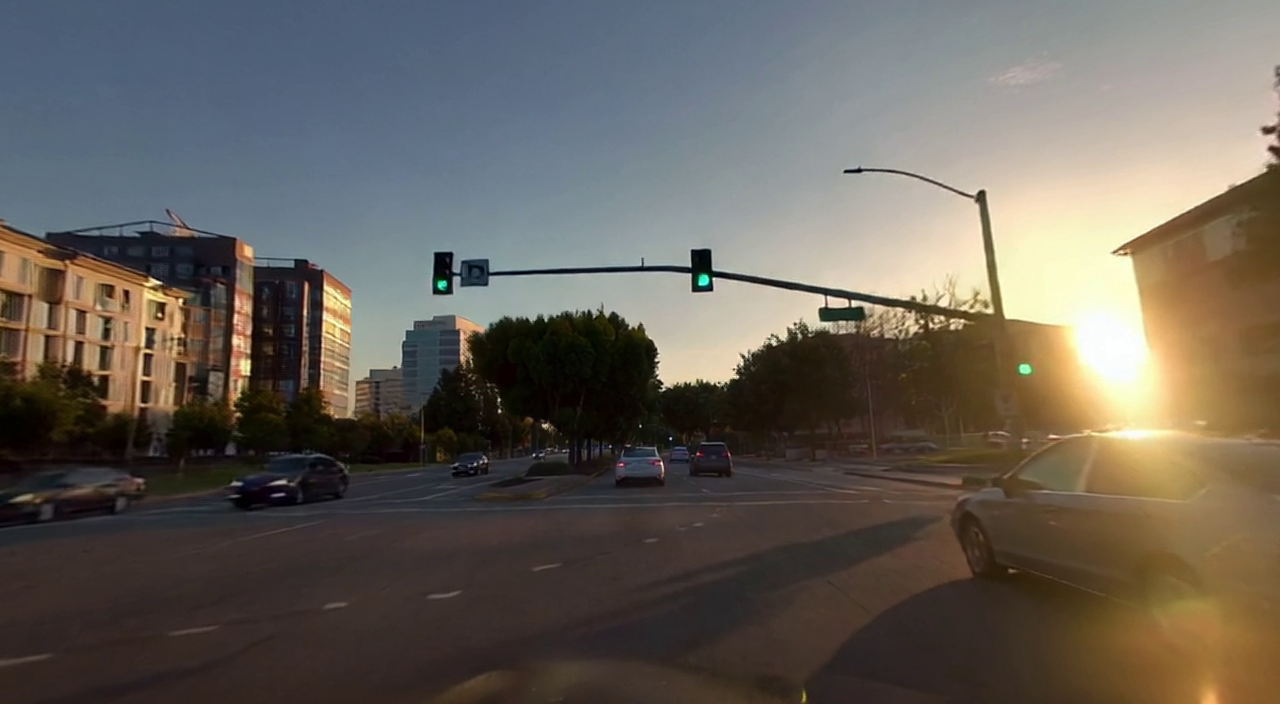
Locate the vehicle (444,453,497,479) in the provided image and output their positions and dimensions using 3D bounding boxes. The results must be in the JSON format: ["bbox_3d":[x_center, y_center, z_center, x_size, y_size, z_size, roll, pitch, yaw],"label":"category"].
[{"bbox_3d":[-10.852,7.317,40.811,2.043,1.456,4.627,0,-8,1],"label":"vehicle"}]

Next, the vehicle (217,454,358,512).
[{"bbox_3d":[-10.828,4.014,19.840,1.808,1.512,4.447,0,-8,1],"label":"vehicle"}]

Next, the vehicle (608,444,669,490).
[{"bbox_3d":[-0.049,4.160,23.216,2.034,1.500,3.966,0,-8,0],"label":"vehicle"}]

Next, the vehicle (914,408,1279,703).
[{"bbox_3d":[3.888,1.210,4.298,2.049,1.473,4.425,0,-8,0],"label":"vehicle"}]

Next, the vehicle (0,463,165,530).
[{"bbox_3d":[-17.965,4.510,20.230,1.918,1.738,4.589,0,-8,0],"label":"vehicle"}]

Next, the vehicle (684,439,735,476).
[{"bbox_3d":[3.573,5.532,33.373,2.107,1.773,4.557,0,-8,-1],"label":"vehicle"}]
